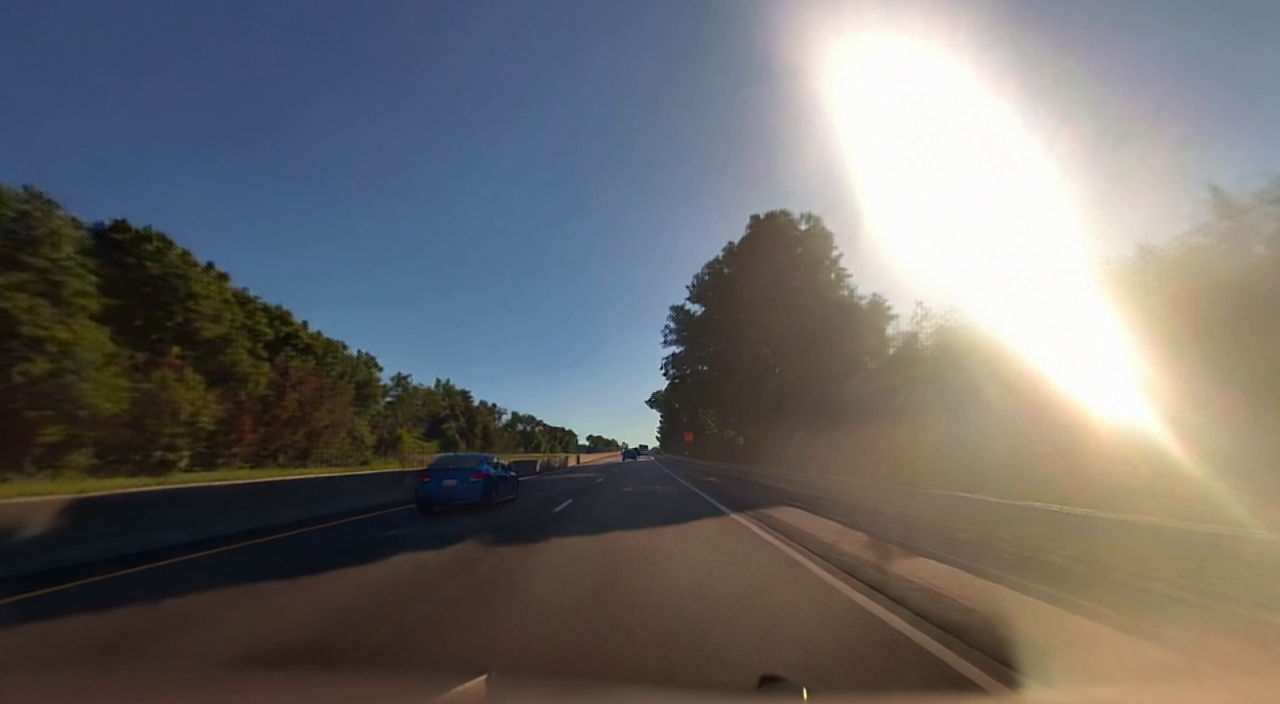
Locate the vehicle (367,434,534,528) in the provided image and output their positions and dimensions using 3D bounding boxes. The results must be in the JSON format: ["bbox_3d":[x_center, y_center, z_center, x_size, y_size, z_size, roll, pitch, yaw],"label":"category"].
[{"bbox_3d":[-3.595,2.525,12.876,2.088,1.586,4.000,0,-9,1],"label":"vehicle"}]

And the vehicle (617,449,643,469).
[{"bbox_3d":[-0.724,8.315,49.244,1.917,1.450,3.997,0,-9,1],"label":"vehicle"}]
